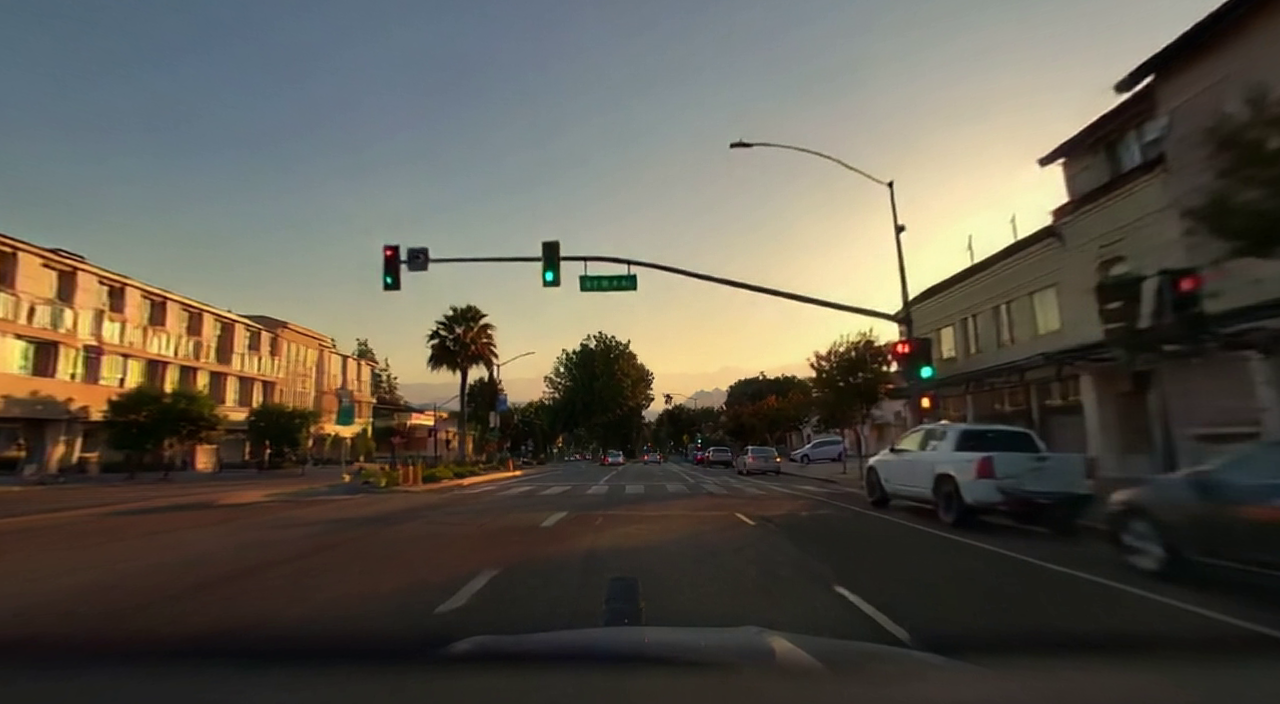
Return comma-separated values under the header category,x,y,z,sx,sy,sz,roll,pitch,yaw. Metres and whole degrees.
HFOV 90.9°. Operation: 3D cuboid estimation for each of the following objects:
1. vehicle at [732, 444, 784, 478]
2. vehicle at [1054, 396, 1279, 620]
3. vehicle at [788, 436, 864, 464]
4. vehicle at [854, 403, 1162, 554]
category,x,y,z,sx,sy,sz,roll,pitch,yaw
vehicle,6.110,5.660,33.011,1.955,1.679,3.890,0,-8,0
vehicle,5.717,1.149,4.589,1.845,1.664,5.285,0,-8,0
vehicle,12.890,6.833,43.899,4.571,1.827,2.260,1,-9,-1
vehicle,5.870,2.083,11.189,2.182,2.019,5.247,0,-8,-1
